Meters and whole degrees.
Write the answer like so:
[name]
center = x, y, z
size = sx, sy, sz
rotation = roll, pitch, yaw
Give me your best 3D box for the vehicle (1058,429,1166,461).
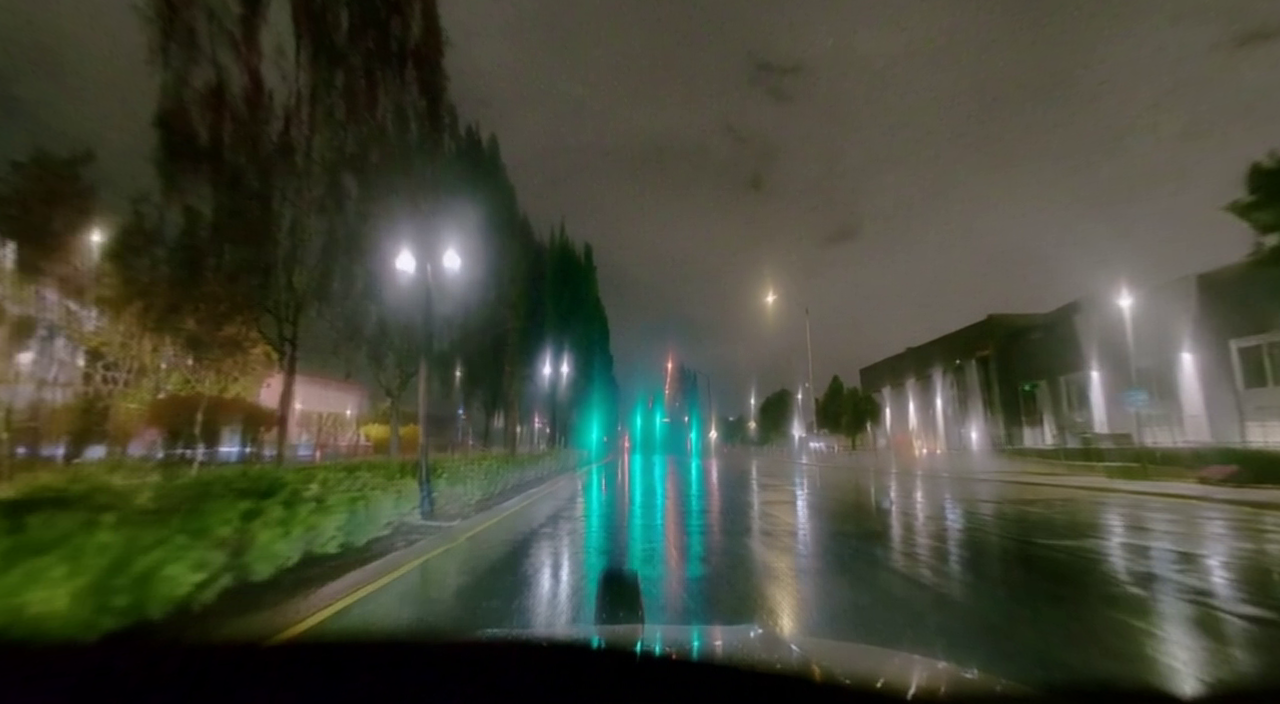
[vehicle]
center = 29.224, 5.804, 39.245
size = 4.924, 1.901, 2.095
rotation = 0, -9, 0
